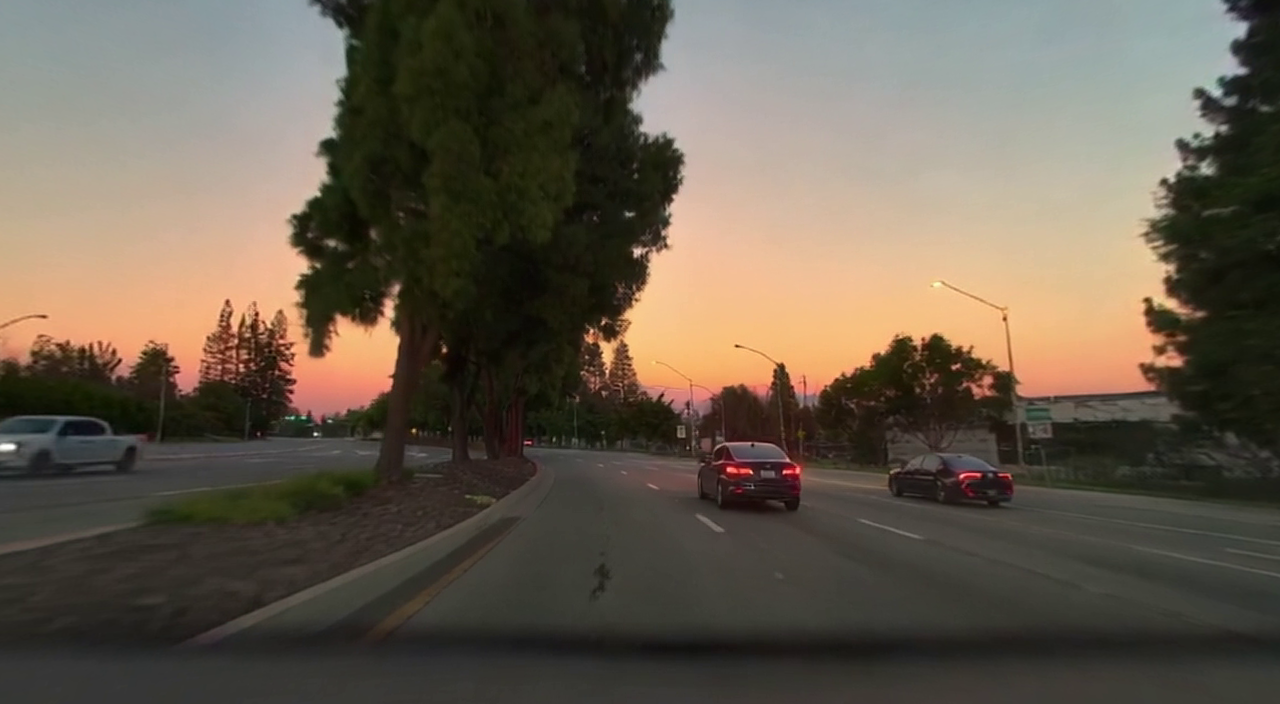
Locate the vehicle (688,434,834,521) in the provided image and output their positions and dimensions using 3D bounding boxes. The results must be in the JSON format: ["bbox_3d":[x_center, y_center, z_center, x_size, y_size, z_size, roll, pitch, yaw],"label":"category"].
[{"bbox_3d":[2.513,2.754,14.451,2.122,1.646,4.525,1,-9,-4],"label":"vehicle"}]

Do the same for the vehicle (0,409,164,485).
[{"bbox_3d":[-14.132,2.311,15.476,2.206,1.583,4.539,2,-9,-14],"label":"vehicle"}]

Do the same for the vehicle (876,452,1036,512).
[{"bbox_3d":[9.000,3.712,18.566,1.940,1.460,4.652,1,-9,-5],"label":"vehicle"}]
